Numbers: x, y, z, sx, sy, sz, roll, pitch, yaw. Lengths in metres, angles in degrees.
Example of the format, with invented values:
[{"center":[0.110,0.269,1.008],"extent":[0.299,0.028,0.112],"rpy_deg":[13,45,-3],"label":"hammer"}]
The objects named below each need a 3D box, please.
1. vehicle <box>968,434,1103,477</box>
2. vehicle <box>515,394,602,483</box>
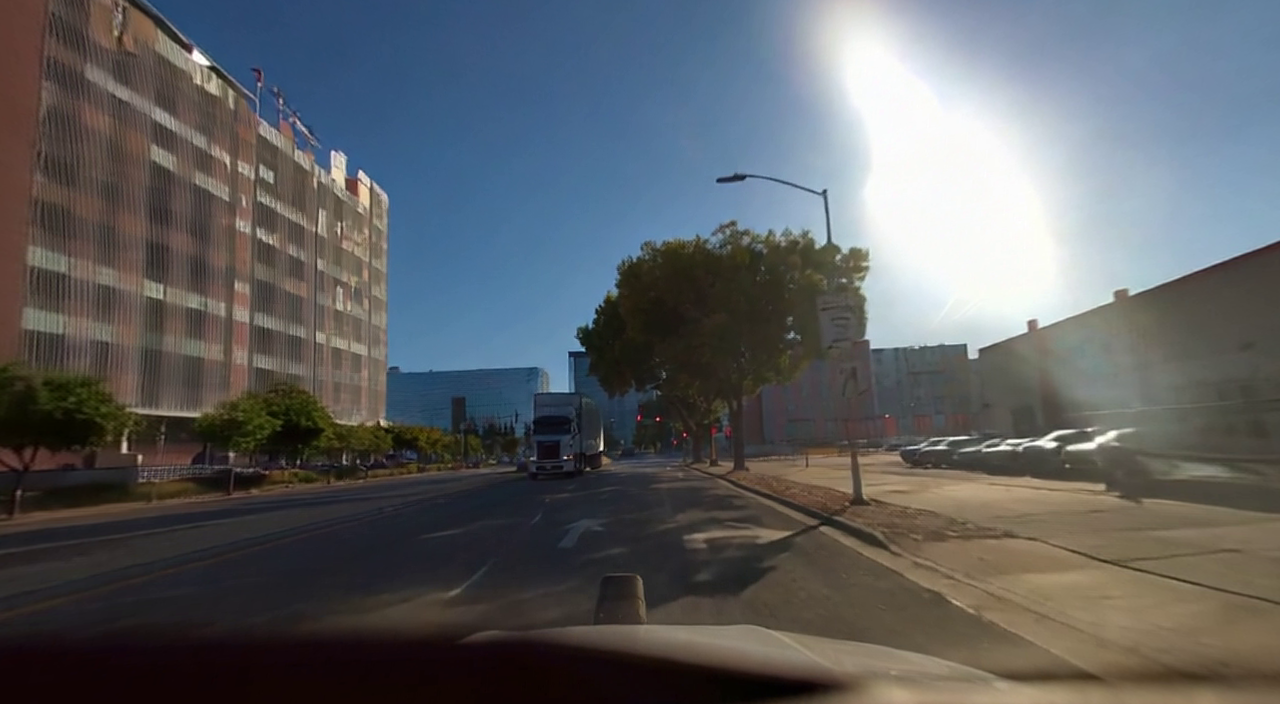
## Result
[{"center":[15.660,4.132,25.062],"extent":[4.061,1.590,1.862],"rpy_deg":[-1,-9,0],"label":"vehicle"},{"center":[-4.507,5.484,38.985],"extent":[3.160,4.343,15.392],"rpy_deg":[-1,-9,1],"label":"vehicle"}]
